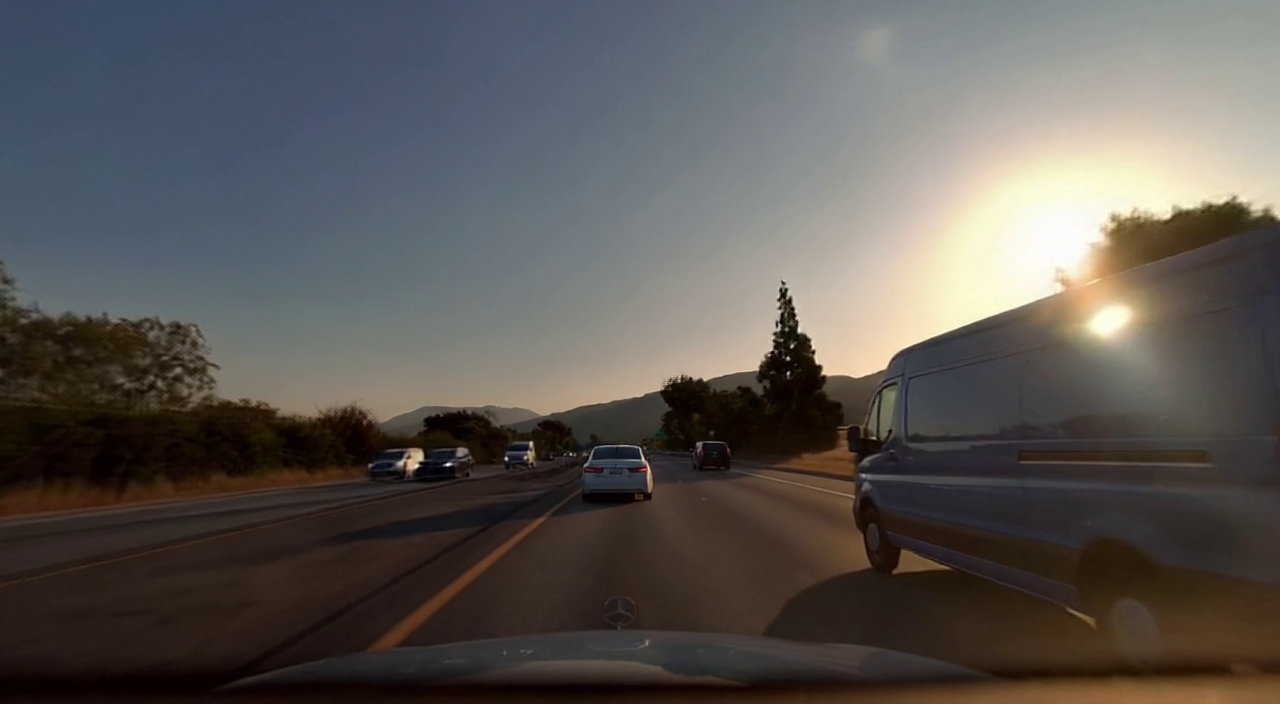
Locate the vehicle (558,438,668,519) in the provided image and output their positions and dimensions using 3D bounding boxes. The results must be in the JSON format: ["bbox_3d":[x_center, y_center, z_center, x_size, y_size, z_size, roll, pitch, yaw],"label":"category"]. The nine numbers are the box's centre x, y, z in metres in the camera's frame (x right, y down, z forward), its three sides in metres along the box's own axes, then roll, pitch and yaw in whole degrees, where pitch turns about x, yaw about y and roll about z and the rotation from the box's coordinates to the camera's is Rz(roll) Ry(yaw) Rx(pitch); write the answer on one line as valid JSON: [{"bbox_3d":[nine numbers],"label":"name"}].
[{"bbox_3d":[-0.521,2.637,13.530,2.029,1.483,3.769,0,-9,0],"label":"vehicle"}]

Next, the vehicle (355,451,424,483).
[{"bbox_3d":[-12.747,5.861,32.167,1.853,1.507,4.226,0,-9,-1],"label":"vehicle"}]

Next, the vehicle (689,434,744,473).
[{"bbox_3d":[4.102,5.575,34.425,2.261,1.952,4.784,0,-9,-1],"label":"vehicle"}]

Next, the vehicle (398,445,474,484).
[{"bbox_3d":[-8.986,4.997,28.048,1.984,1.571,4.292,0,-9,-1],"label":"vehicle"}]

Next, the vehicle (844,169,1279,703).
[{"bbox_3d":[3.798,0.799,4.733,2.399,2.421,5.829,0,-9,-1],"label":"vehicle"}]

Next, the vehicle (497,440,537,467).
[{"bbox_3d":[-9.335,7.743,47.950,2.106,1.959,4.715,0,-9,0],"label":"vehicle"}]
